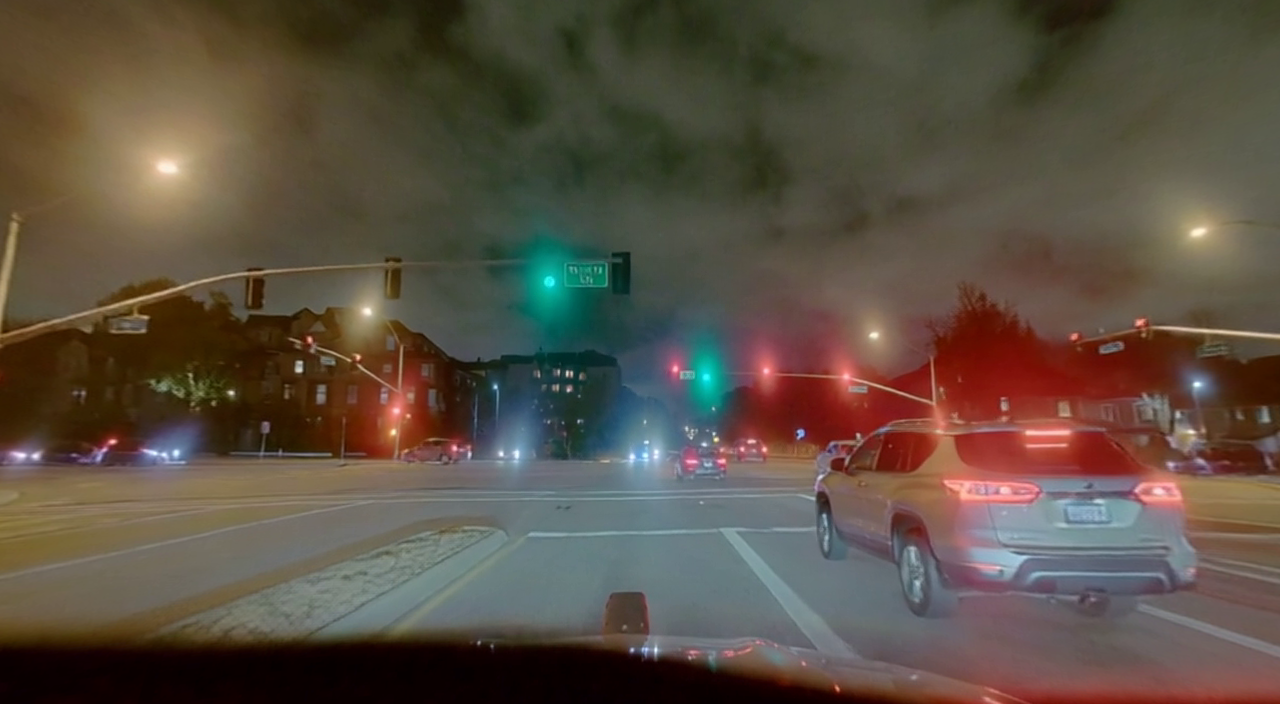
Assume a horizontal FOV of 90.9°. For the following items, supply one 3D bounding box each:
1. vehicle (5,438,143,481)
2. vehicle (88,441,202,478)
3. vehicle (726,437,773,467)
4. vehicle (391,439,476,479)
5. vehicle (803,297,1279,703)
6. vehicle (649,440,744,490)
[{"bbox_3d":[-27.744,5.253,31.017,4.689,1.734,2.034,3,-8,-1],"label":"vehicle"},{"bbox_3d":[-26.728,5.807,34.127,4.365,1.629,2.004,3,-8,0],"label":"vehicle"},{"bbox_3d":[7.045,6.482,41.105,2.105,1.830,4.610,0,-8,-1],"label":"vehicle"},{"bbox_3d":[-9.700,4.955,29.459,2.099,1.705,4.020,8,-12,-44],"label":"vehicle"},{"bbox_3d":[2.741,1.041,3.986,2.115,1.737,4.642,0,-8,-1],"label":"vehicle"},{"bbox_3d":[1.760,3.738,21.354,2.009,1.480,4.423,2,-8,-11],"label":"vehicle"}]
